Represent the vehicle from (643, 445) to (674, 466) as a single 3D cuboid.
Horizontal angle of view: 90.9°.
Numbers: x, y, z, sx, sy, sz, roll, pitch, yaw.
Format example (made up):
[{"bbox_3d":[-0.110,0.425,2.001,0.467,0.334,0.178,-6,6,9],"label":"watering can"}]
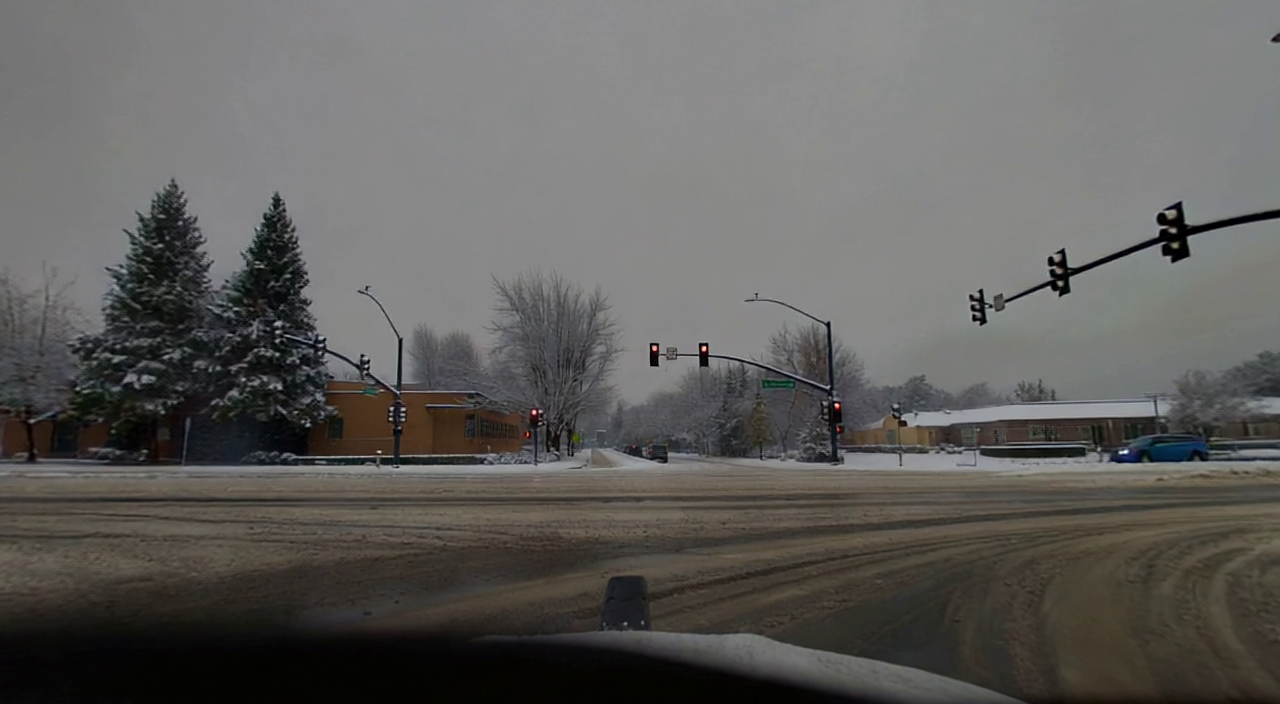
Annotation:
[{"bbox_3d":[1.310,7.620,46.462,2.132,1.449,4.235,0,-9,0],"label":"vehicle"}]
